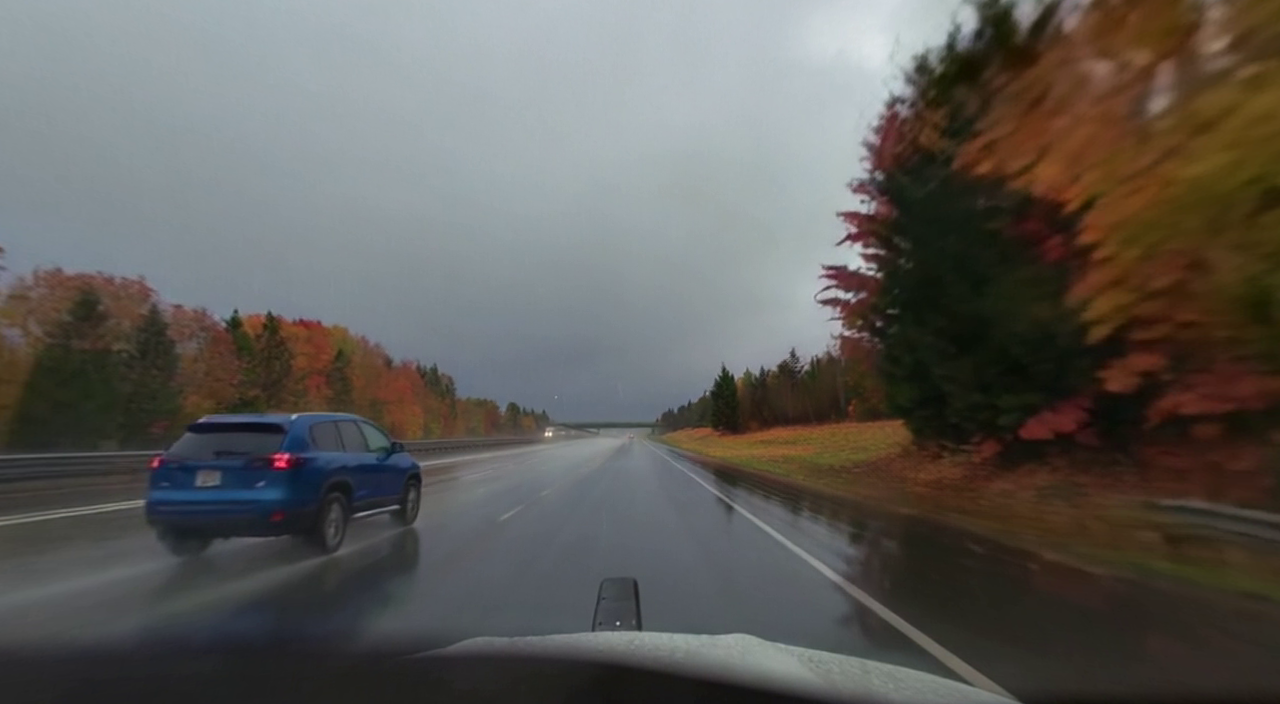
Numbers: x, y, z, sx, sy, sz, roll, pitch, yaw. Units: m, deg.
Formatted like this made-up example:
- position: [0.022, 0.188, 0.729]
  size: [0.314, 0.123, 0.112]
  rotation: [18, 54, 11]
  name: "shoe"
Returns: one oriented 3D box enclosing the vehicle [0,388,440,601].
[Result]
- position: [-4.119, 1.431, 7.294]
  size: [2.057, 1.666, 4.552]
  rotation: [0, -8, 1]
  name: "vehicle"
